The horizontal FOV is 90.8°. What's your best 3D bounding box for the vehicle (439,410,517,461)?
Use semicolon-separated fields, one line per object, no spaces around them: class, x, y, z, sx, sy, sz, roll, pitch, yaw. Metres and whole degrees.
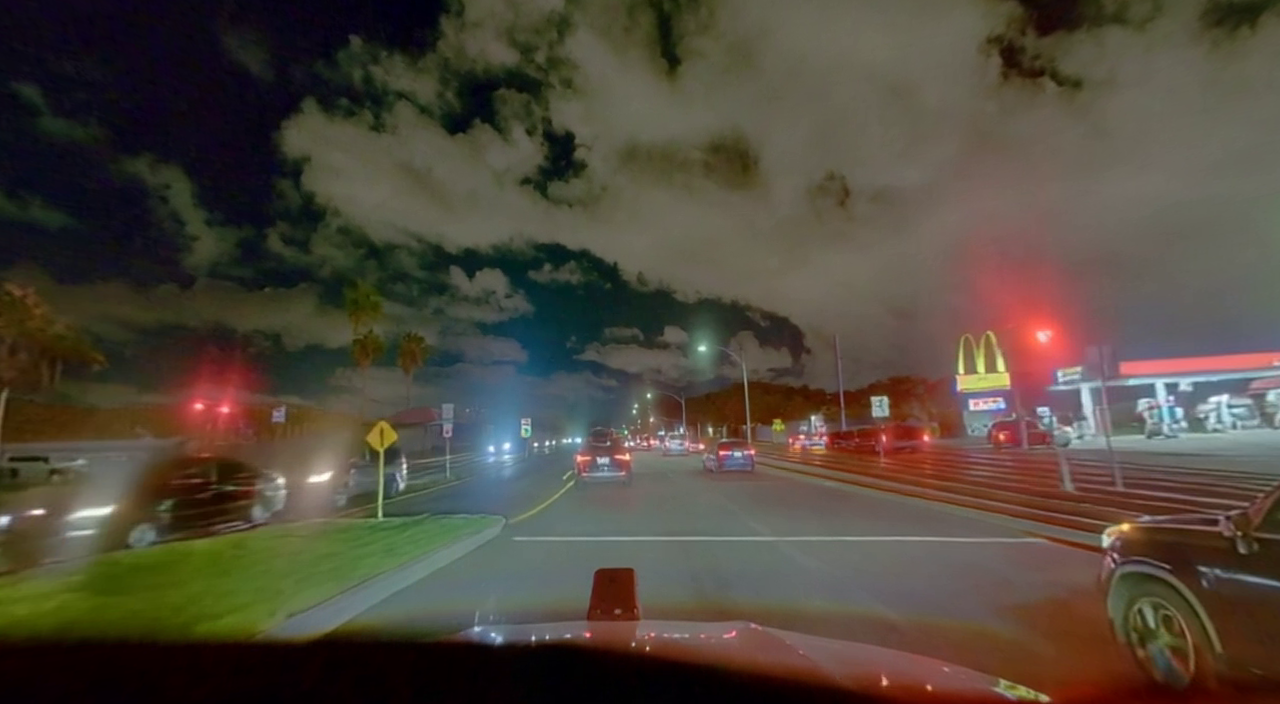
vehicle;-10.527;5.592;42.077;2.662;2.995;8.344;0;-8;3

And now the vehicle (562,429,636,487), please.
vehicle;-1.293;3.206;19.309;2.021;1.550;4.090;0;-9;-5

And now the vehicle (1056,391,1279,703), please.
vehicle;3.481;0.761;1.583;1.987;1.474;4.198;0;-9;0

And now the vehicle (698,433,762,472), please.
vehicle;3.574;4.072;25.748;1.889;1.448;4.262;0;-9;-1

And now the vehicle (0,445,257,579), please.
vehicle;-8.117;2.107;9.085;2.052;1.483;4.751;-1;-9;3

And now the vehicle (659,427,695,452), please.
vehicle;2.812;6.844;48.909;2.299;1.803;5.434;0;-9;-1

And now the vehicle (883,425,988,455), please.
vehicle;14.710;4.414;31.602;4.293;1.438;1.773;0;-9;1
